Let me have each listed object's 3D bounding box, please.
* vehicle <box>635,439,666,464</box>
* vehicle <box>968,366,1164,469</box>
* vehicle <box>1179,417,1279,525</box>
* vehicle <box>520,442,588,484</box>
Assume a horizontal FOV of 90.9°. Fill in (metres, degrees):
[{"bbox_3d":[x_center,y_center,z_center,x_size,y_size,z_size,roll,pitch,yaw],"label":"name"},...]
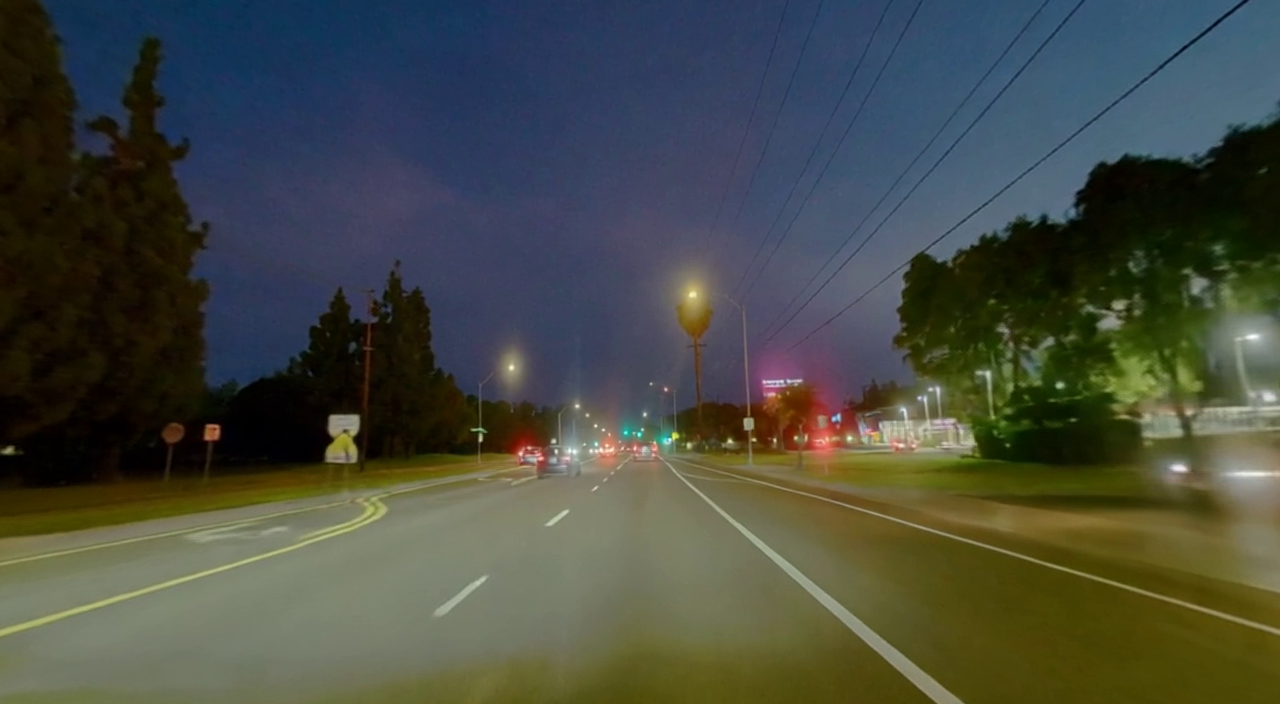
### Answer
[{"bbox_3d":[0.775,7.361,46.811,2.155,1.781,3.977,0,-9,1],"label":"vehicle"},{"bbox_3d":[19.839,3.106,30.414,2.923,4.081,8.860,-3,-5,-1],"label":"vehicle"},{"bbox_3d":[11.108,1.874,10.171,4.420,1.541,2.062,5,-10,-28],"label":"vehicle"},{"bbox_3d":[-3.206,4.239,24.411,1.982,1.451,4.152,0,-9,1],"label":"vehicle"}]
